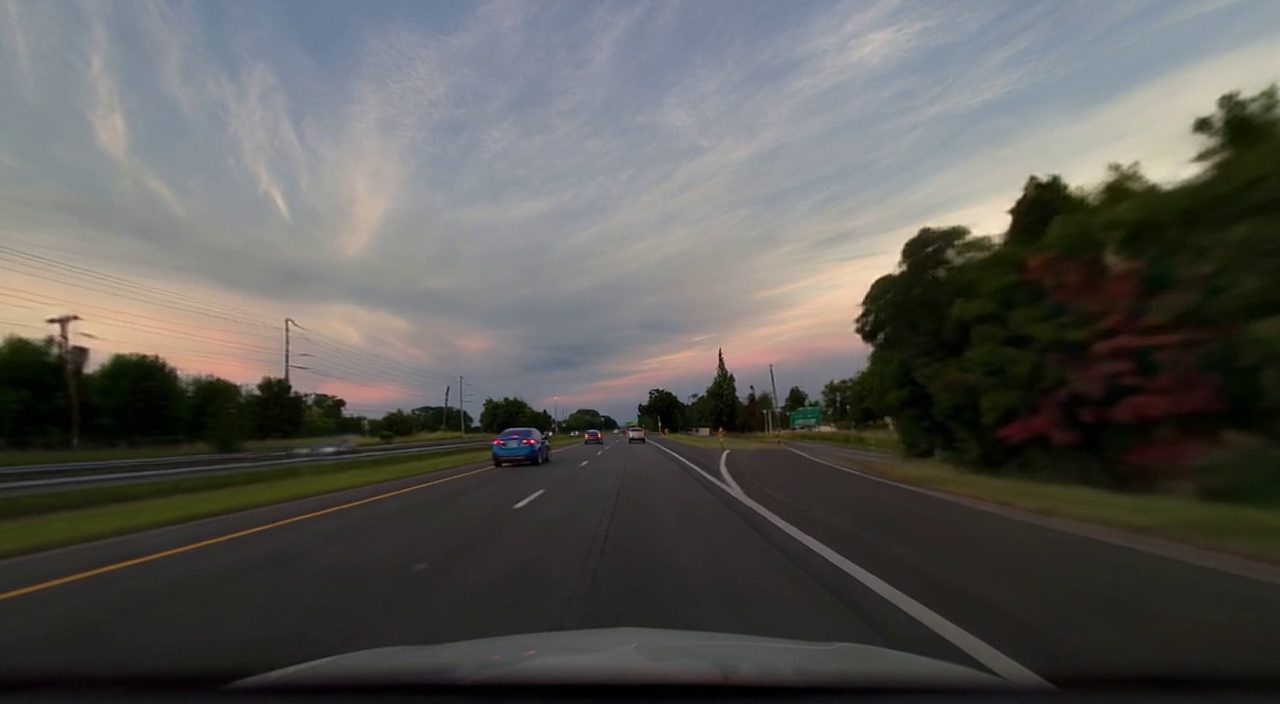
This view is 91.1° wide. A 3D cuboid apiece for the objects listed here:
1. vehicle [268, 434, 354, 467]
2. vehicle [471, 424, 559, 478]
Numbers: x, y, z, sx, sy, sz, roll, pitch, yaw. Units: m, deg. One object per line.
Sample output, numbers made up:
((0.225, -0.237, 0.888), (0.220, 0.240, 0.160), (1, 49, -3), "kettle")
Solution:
((-16.449, 4.919, 31.708), (1.892, 1.530, 4.482), (0, -8, 0), "vehicle")
((-3.958, 3.203, 20.733), (2.023, 1.580, 4.259), (0, -8, 0), "vehicle")
